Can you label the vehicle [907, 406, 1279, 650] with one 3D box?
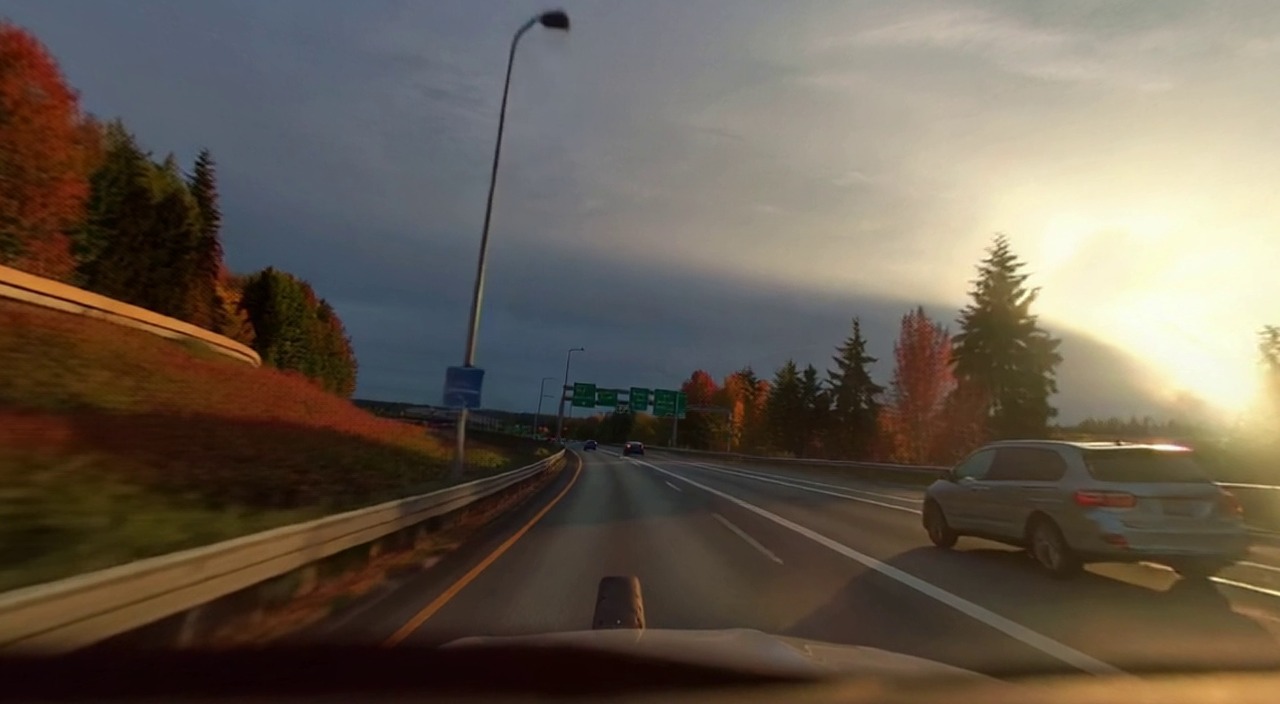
[{"bbox_3d":[4.520,1.430,6.084,1.952,1.536,4.036,0,-9,-1],"label":"vehicle"}]
